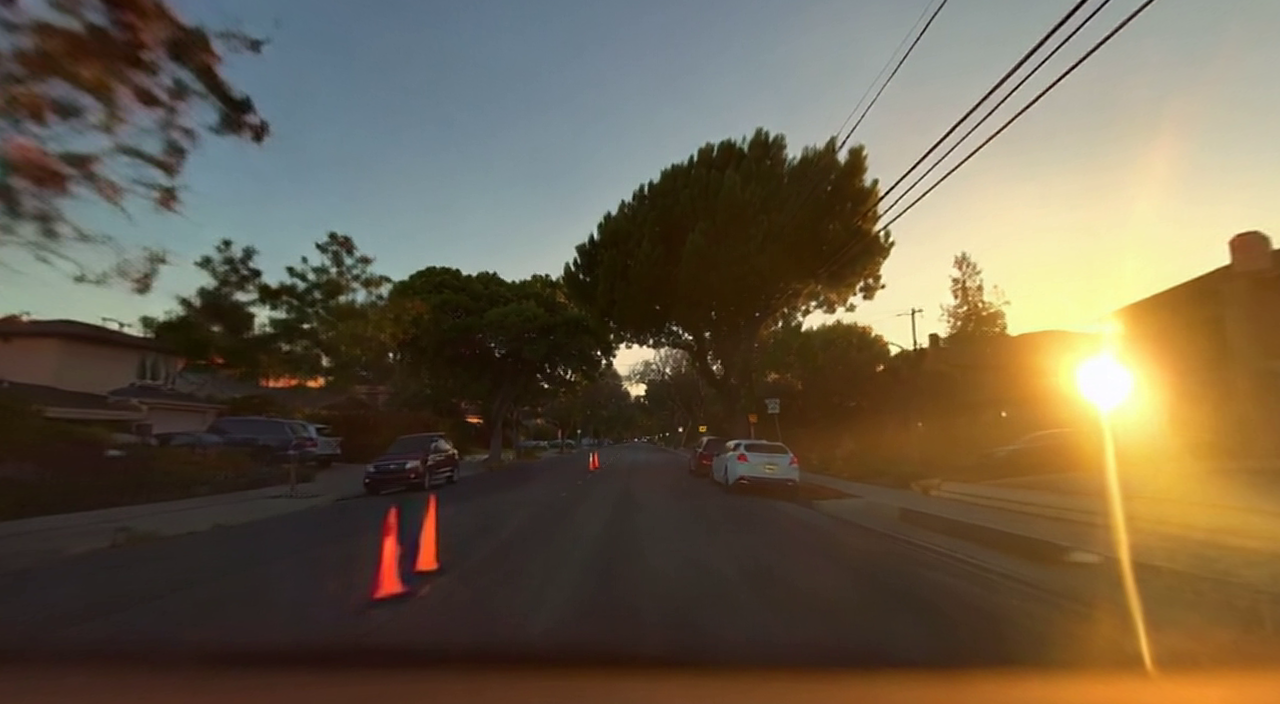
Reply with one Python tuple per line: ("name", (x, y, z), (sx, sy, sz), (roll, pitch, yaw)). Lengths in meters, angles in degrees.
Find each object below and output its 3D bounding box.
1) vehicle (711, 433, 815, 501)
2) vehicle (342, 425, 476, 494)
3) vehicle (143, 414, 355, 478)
("vehicle", (3.194, 3.082, 17.413), (1.896, 1.602, 4.571), (0, -8, -1))
("vehicle", (-7.104, 3.400, 20.214), (2.266, 1.877, 5.167), (-1, -9, 1))
("vehicle", (-15.161, 3.674, 24.879), (6.526, 2.046, 2.522), (3, -8, -2))
